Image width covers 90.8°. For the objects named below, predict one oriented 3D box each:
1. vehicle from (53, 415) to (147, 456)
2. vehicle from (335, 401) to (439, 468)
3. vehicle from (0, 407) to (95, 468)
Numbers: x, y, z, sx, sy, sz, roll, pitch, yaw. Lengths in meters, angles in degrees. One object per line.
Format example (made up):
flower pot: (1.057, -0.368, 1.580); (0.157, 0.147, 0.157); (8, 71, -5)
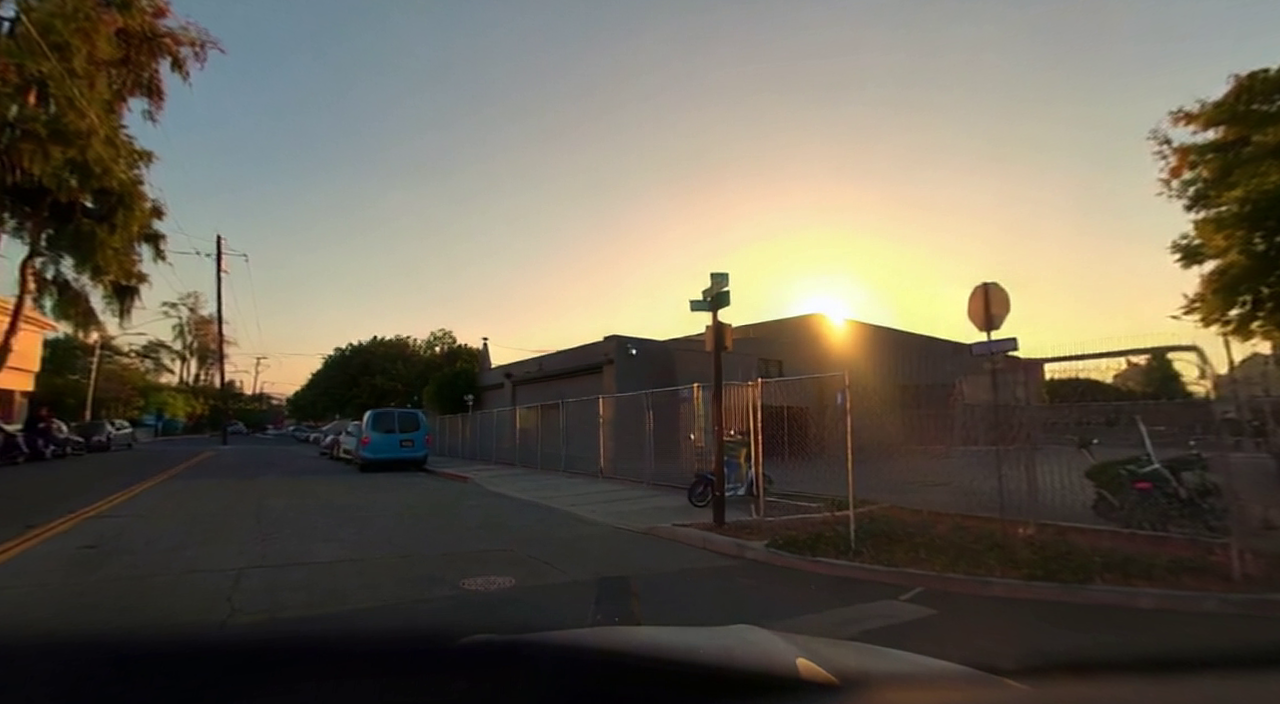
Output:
vehicle: (-27.453, 4.337, 32.399); (2.504, 1.919, 5.658); (5, -10, -29)
vehicle: (-9.091, 2.967, 22.335); (2.327, 2.021, 5.850); (5, -10, -31)
vehicle: (-21.833, 3.099, 22.713); (2.304, 1.937, 5.720); (5, -10, -30)
